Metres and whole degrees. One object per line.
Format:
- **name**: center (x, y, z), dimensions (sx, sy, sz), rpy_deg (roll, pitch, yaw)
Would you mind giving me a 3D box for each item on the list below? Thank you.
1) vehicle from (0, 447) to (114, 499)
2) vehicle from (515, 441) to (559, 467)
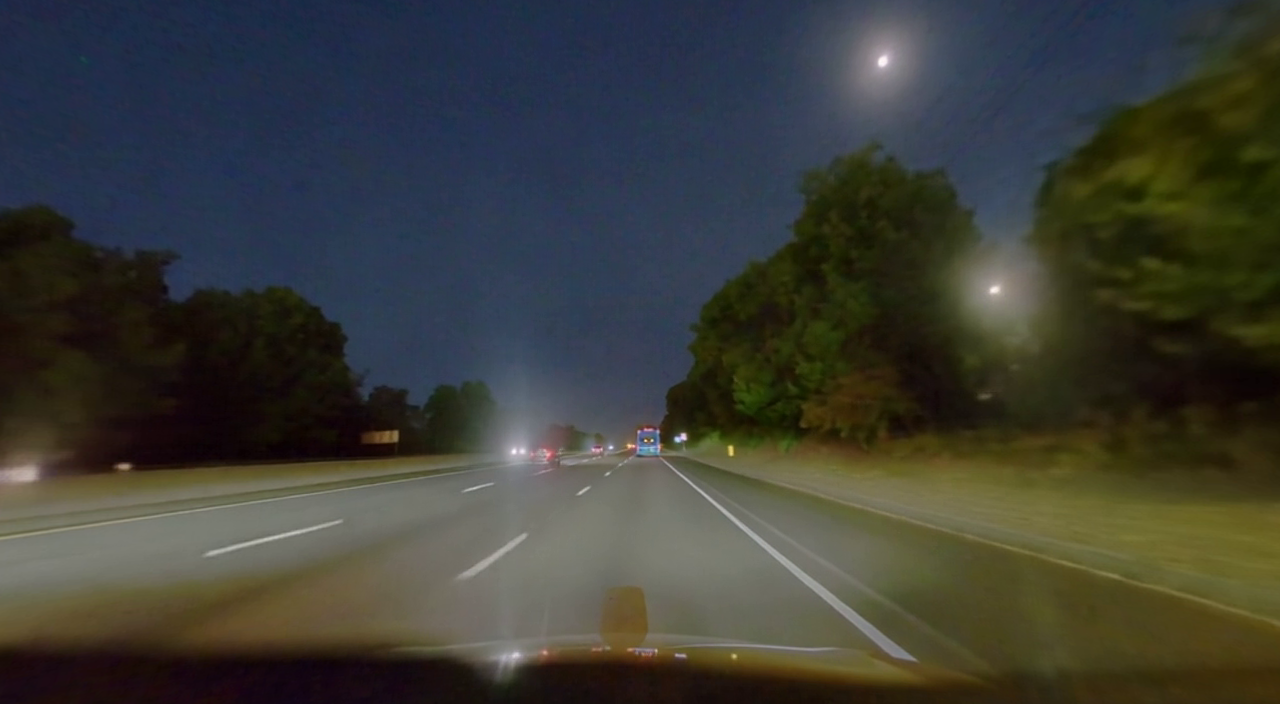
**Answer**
- **vehicle**: center (-20.769, 4.042, 21.528), dimensions (1.866, 1.579, 4.309), rpy_deg (0, -8, 1)
- **vehicle**: center (-6.898, 6.879, 42.699), dimensions (2.080, 1.674, 4.660), rpy_deg (0, -8, 1)
